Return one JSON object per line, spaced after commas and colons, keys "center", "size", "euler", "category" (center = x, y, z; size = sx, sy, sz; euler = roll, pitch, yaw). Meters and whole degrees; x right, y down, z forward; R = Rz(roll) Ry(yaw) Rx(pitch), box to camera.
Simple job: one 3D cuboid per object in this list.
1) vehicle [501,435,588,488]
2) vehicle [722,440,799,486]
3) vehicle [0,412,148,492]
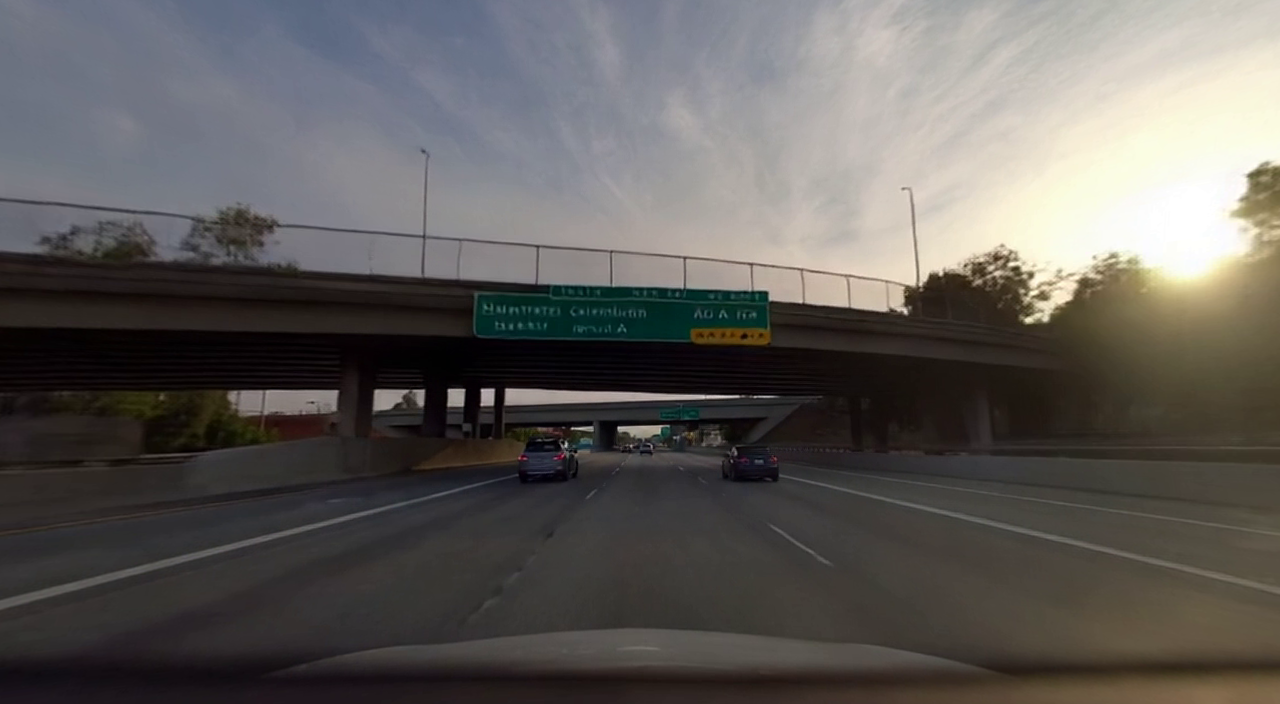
{"center": [-3.319, 3.937, 23.059], "size": [2.259, 1.706, 4.924], "euler": [0, -8, 2], "category": "vehicle"}
{"center": [4.230, 3.947, 22.826], "size": [1.908, 1.483, 4.259], "euler": [0, -8, -1], "category": "vehicle"}
{"center": [-28.938, 4.769, 30.301], "size": [2.858, 3.421, 9.440], "euler": [0, -8, 0], "category": "vehicle"}
